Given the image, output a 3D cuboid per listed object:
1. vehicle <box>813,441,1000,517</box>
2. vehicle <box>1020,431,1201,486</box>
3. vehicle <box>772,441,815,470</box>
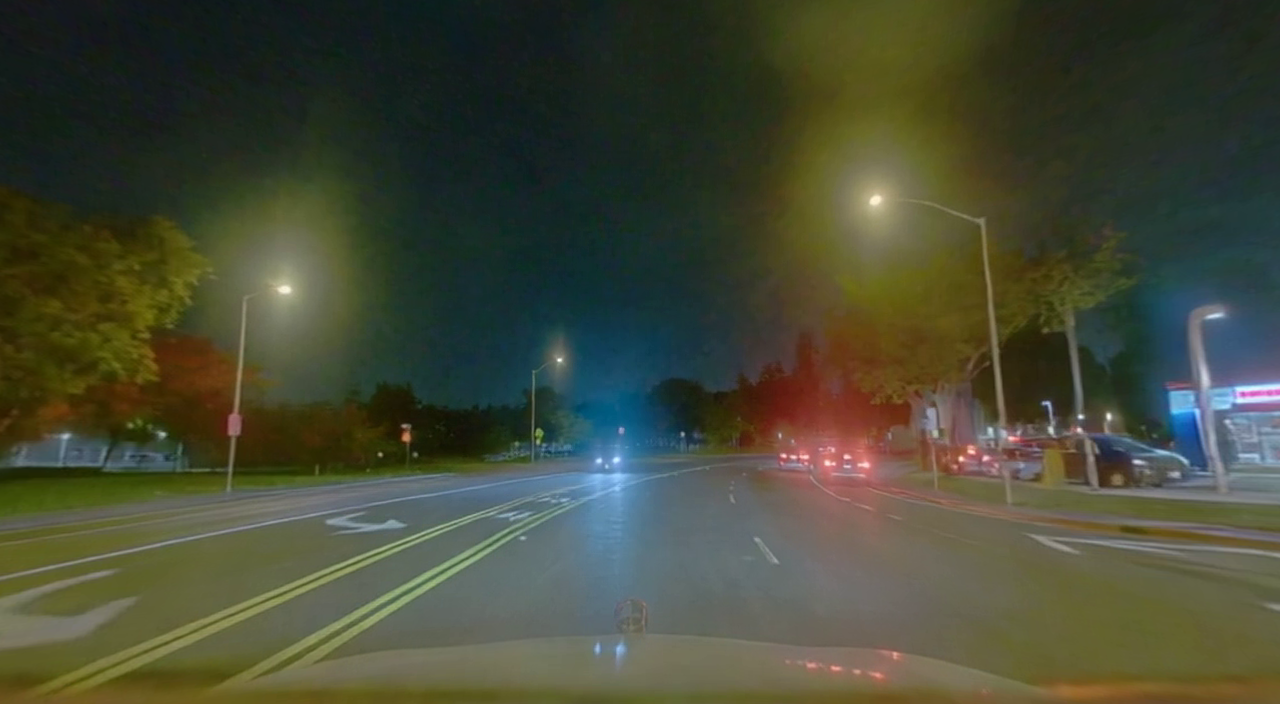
[{"bbox_3d":[5.908,2.847,14.718,1.938,1.466,4.434,1,-9,-9],"label":"vehicle"},{"bbox_3d":[16.764,3.809,22.810,4.557,1.825,2.350,-2,-9,13],"label":"vehicle"},{"bbox_3d":[9.807,6.506,39.971,2.311,1.715,4.287,-3,-9,17],"label":"vehicle"}]
